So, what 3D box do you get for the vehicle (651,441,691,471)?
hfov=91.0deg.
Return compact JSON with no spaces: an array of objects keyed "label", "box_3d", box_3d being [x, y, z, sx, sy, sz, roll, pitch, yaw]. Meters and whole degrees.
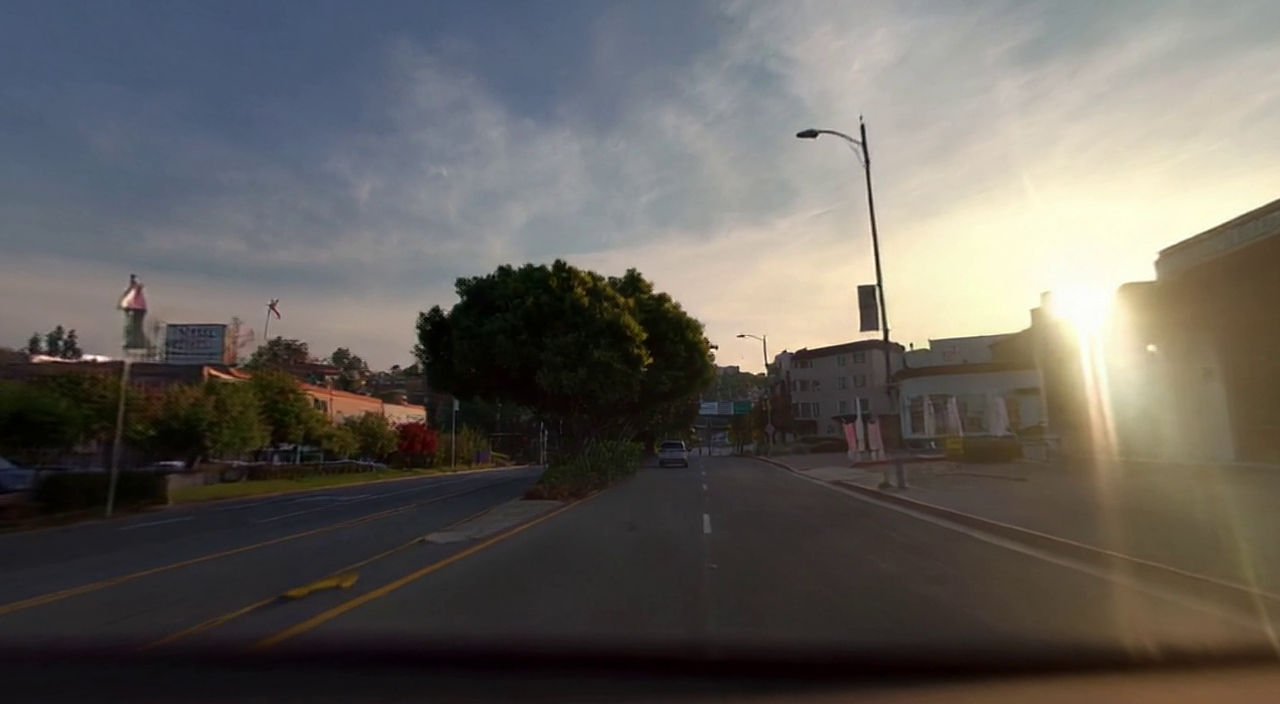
[{"label":"vehicle","box_3d":[2.010,6.520,39.707,2.235,1.719,4.292,0,-9,6]}]
